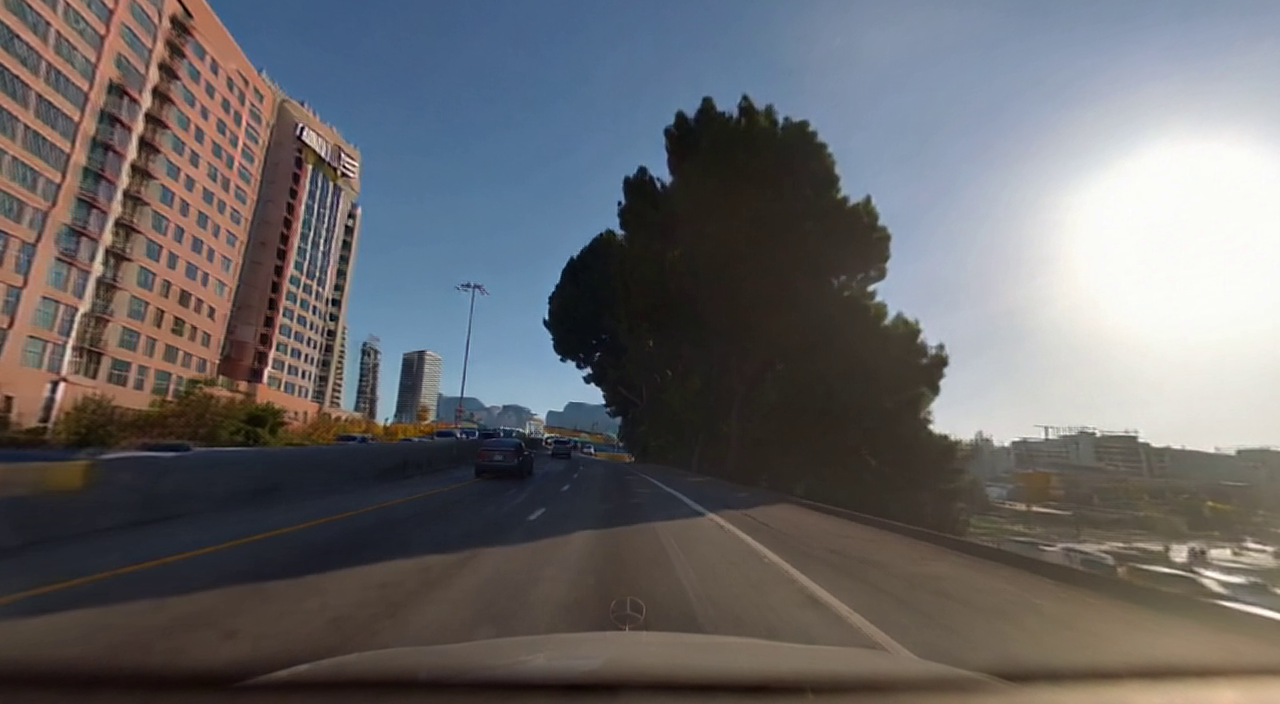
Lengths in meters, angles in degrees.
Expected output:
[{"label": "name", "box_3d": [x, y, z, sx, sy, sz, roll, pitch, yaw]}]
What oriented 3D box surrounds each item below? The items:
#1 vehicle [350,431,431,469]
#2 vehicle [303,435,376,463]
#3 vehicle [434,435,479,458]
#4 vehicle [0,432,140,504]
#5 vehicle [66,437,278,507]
[{"label": "vehicle", "box_3d": [-11.823, 4.699, 30.233, 2.078, 1.664, 4.595, 0, -9, -2]}, {"label": "vehicle", "box_3d": [-16.261, 5.292, 34.401, 1.982, 1.442, 4.367, 0, -9, -3]}, {"label": "vehicle", "box_3d": [-12.729, 6.635, 44.050, 1.953, 1.520, 4.549, 0, -9, -2]}, {"label": "vehicle", "box_3d": [-14.732, 2.726, 15.041, 1.937, 1.511, 4.618, 0, -9, -3]}, {"label": "vehicle", "box_3d": [-11.074, 2.849, 15.424, 1.950, 1.437, 4.326, 0, -9, -2]}]
